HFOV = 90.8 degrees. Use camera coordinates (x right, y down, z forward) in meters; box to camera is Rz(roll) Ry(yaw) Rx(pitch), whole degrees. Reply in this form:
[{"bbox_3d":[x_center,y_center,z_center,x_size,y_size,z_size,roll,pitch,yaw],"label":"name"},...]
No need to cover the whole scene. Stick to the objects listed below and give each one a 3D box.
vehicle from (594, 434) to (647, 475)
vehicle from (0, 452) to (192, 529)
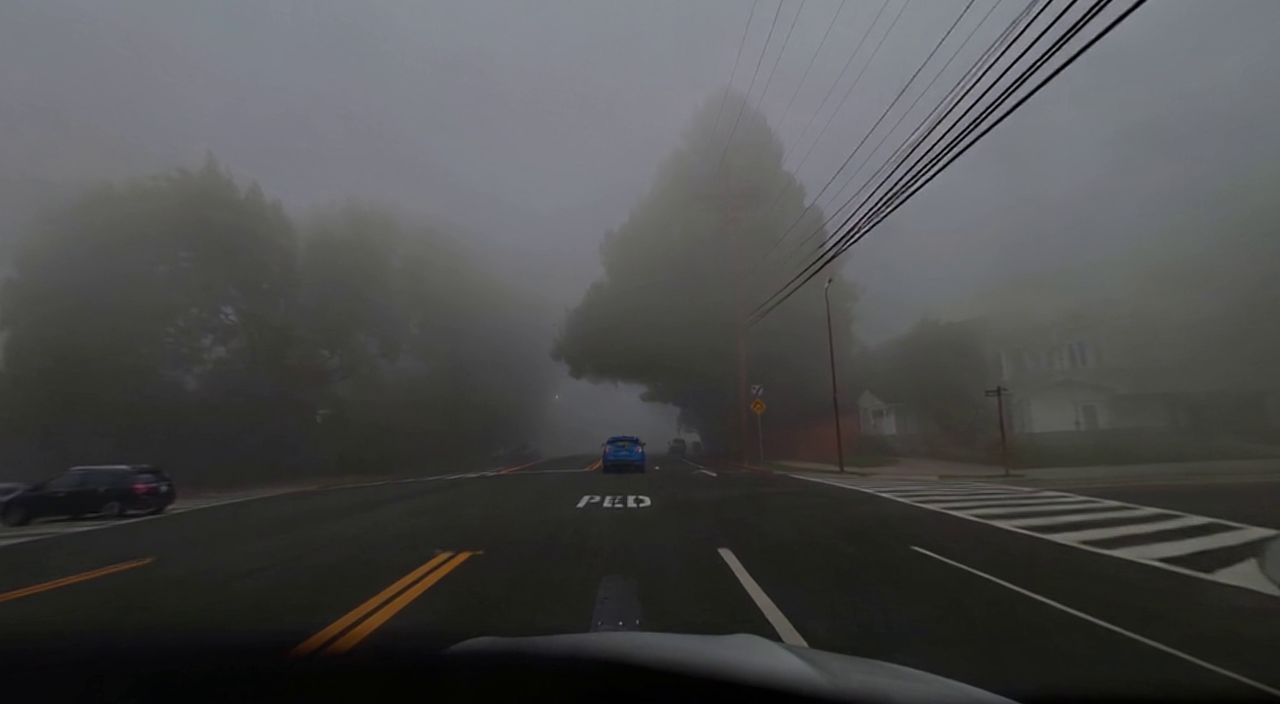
[{"bbox_3d":[-0.704,3.936,24.517,1.877,1.448,3.830,0,-9,0],"label":"vehicle"},{"bbox_3d":[-14.117,3.340,15.150,5.190,1.502,2.085,-4,-8,-1],"label":"vehicle"}]
